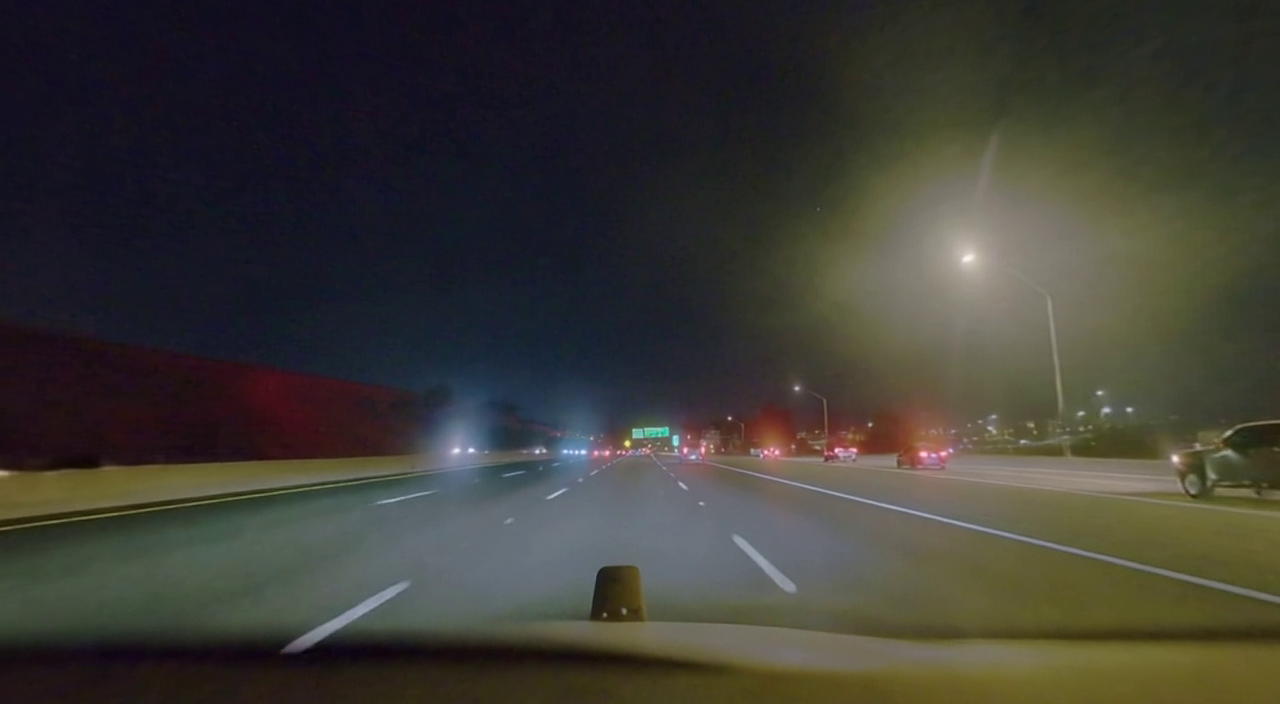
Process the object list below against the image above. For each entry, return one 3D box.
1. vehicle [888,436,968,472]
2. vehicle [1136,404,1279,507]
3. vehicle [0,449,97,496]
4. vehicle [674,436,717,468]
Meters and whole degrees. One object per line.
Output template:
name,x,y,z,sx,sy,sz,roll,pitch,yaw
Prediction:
vehicle,15.332,5.450,33.863,2.116,1.754,4.727,0,-9,1
vehicle,14.612,2.253,13.763,2.442,2.140,6.462,0,-9,2
vehicle,-21.938,4.091,21.585,2.016,1.535,5.144,0,-9,0
vehicle,3.292,6.064,38.398,2.147,1.794,4.538,0,-9,-1
